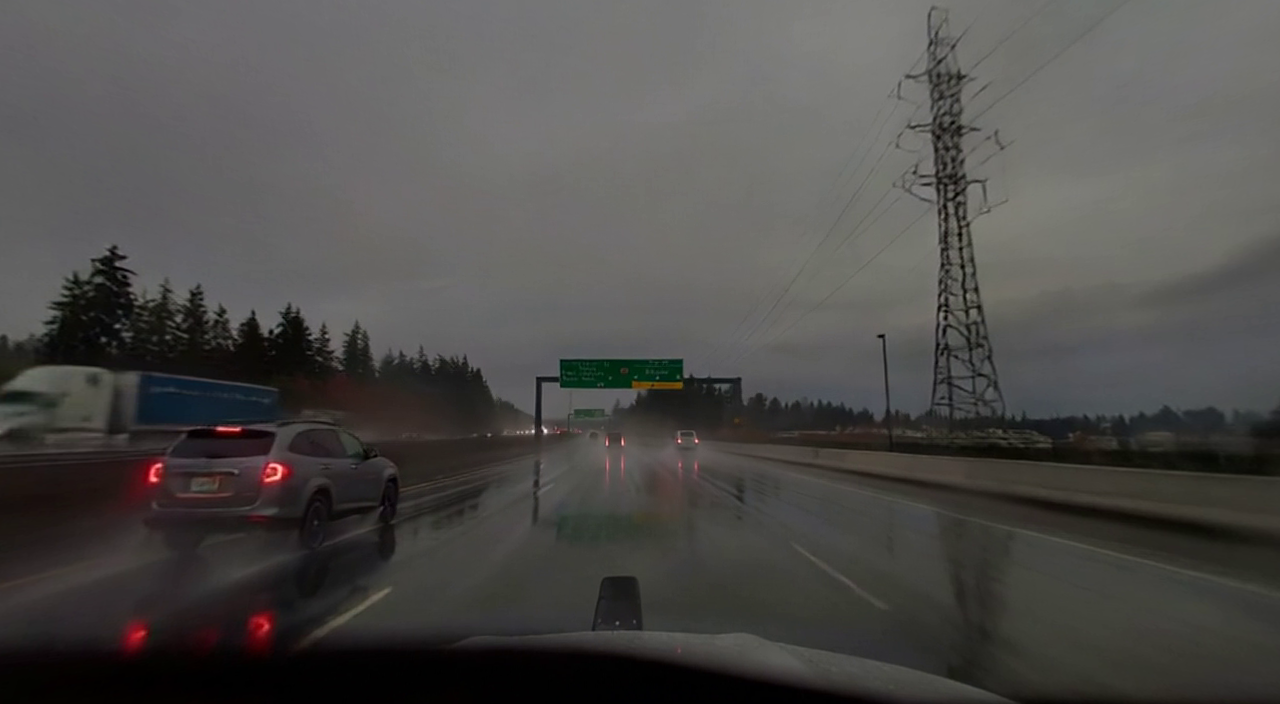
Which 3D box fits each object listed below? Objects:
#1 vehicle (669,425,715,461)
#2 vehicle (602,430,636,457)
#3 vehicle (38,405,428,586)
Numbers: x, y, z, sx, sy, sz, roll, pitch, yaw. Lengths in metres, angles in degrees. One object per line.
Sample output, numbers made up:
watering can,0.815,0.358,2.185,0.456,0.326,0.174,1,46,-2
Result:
vehicle,2.807,4.971,34.599,1.976,1.905,3.263,0,-7,-5
vehicle,-1.430,6.139,42.401,2.159,1.690,3.720,0,-7,-3
vehicle,-4.319,1.540,7.709,2.100,1.590,4.077,0,-7,-1
